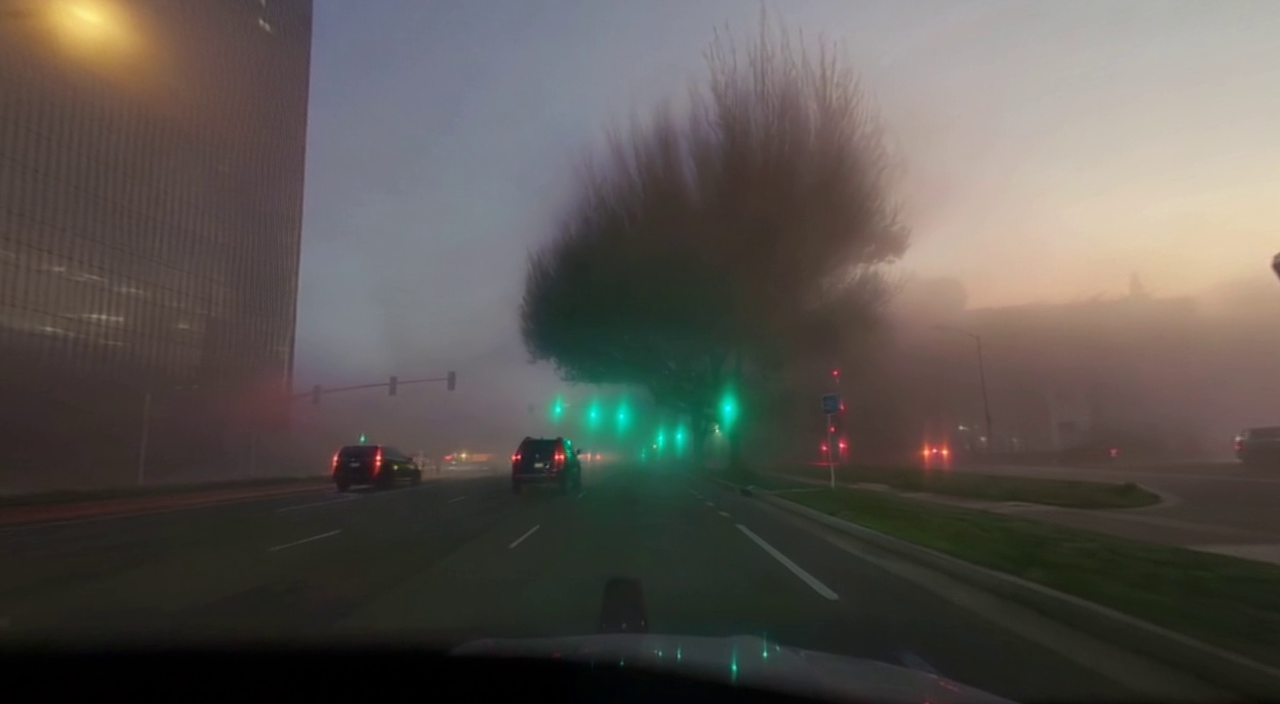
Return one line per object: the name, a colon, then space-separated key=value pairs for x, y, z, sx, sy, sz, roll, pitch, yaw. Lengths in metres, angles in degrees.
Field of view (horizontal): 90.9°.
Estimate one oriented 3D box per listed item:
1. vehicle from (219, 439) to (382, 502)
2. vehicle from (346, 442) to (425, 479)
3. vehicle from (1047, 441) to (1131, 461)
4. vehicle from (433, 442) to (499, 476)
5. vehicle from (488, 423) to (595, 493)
vehicle: x=-9.393 y=3.294 z=18.022 sx=1.965 sy=1.541 sz=4.718 roll=0 pitch=-8 yaw=1
vehicle: x=-11.906 y=5.079 z=29.789 sx=1.875 sy=1.624 sz=4.151 roll=0 pitch=-8 yaw=1
vehicle: x=35.067 y=7.777 z=49.370 sx=4.849 sy=1.399 sz=2.057 roll=-1 pitch=-10 yaw=17
vehicle: x=-9.061 y=5.575 z=33.221 sx=2.068 sy=1.659 sz=4.509 roll=0 pitch=-8 yaw=2
vehicle: x=-3.211 y=3.686 z=22.339 sx=2.602 sy=2.091 sz=6.347 roll=0 pitch=-8 yaw=2
